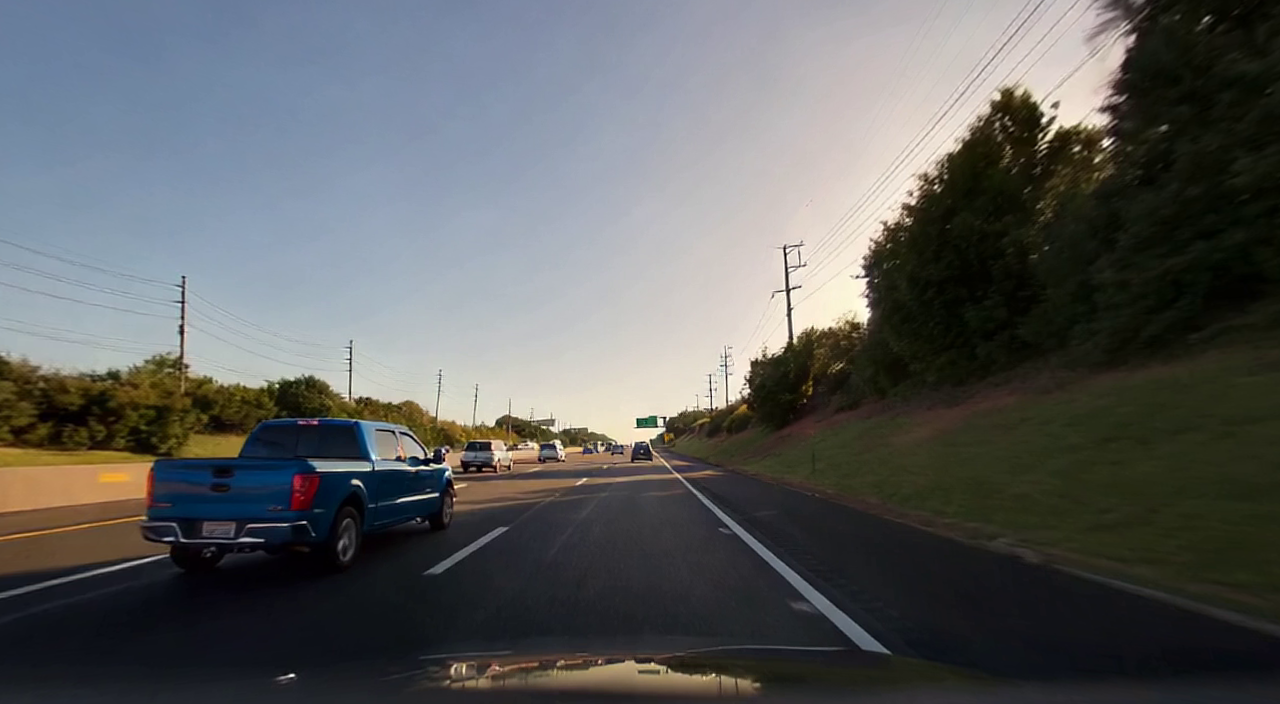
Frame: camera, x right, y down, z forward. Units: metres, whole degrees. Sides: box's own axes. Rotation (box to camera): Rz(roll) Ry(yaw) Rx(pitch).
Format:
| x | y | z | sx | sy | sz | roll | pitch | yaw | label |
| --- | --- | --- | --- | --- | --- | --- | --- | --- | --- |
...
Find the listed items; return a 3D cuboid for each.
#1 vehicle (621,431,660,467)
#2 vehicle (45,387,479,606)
| x | y | z | sx | sy | sz | roll | pitch | yaw | label |
| --- | --- | --- | --- | --- | --- | --- | --- | --- | --- |
| -0.016 | 6.242 | 40.790 | 2.358 | 2.144 | 4.713 | 0 | -8 | -1 | vehicle |
| -3.825 | 1.586 | 7.964 | 2.204 | 1.812 | 5.289 | 0 | -8 | 0 | vehicle |
